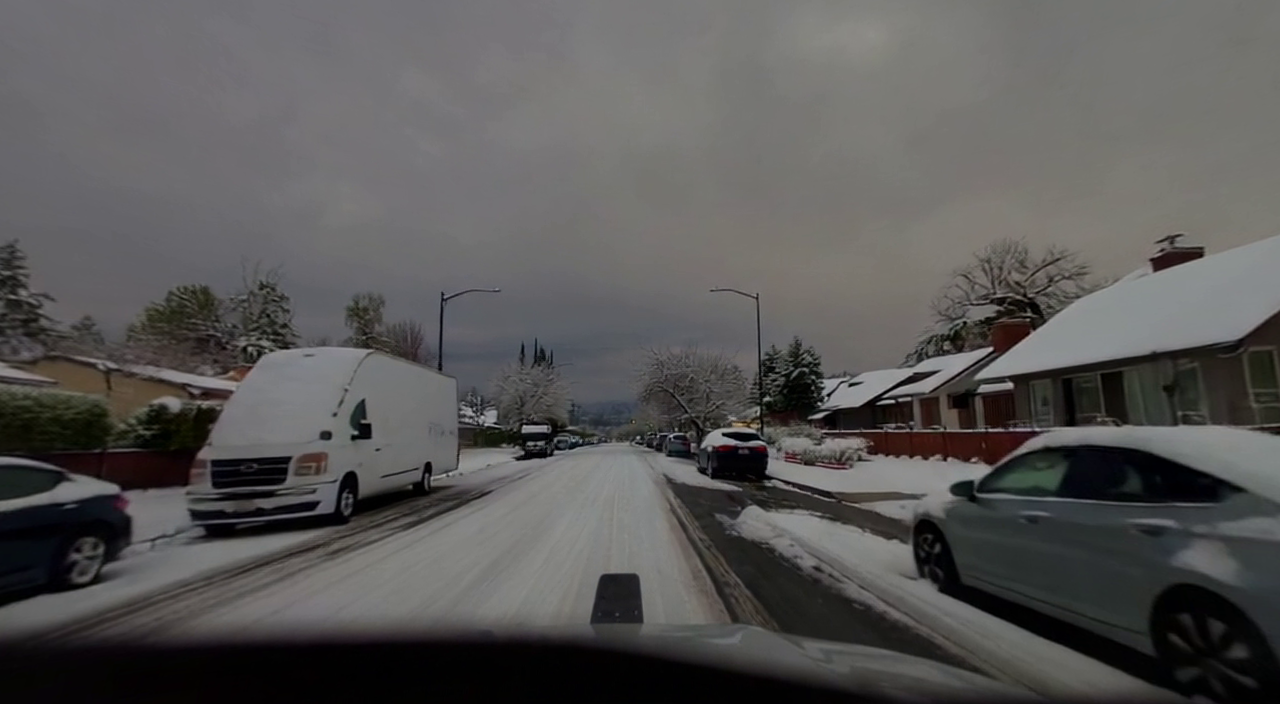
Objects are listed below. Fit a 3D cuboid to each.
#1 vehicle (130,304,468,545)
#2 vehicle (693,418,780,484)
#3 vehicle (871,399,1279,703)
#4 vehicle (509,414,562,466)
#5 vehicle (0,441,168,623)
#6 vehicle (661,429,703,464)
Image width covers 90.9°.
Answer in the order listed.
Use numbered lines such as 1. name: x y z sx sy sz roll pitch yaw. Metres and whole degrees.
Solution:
1. vehicle: -6.231 1.586 13.598 2.896 3.648 8.004 0 -8 -1
2. vehicle: 2.935 3.110 20.258 1.965 1.855 4.677 0 -8 -1
3. vehicle: 3.375 1.184 4.361 1.818 1.473 4.862 0 -8 2
4. vehicle: -6.069 5.177 36.954 2.408 2.782 3.837 -2 -8 0
5. vehicle: -6.216 1.468 4.986 1.921 1.470 4.068 0 -8 -3
6. vehicle: 2.250 5.221 35.087 1.918 1.815 4.400 0 -8 -2
